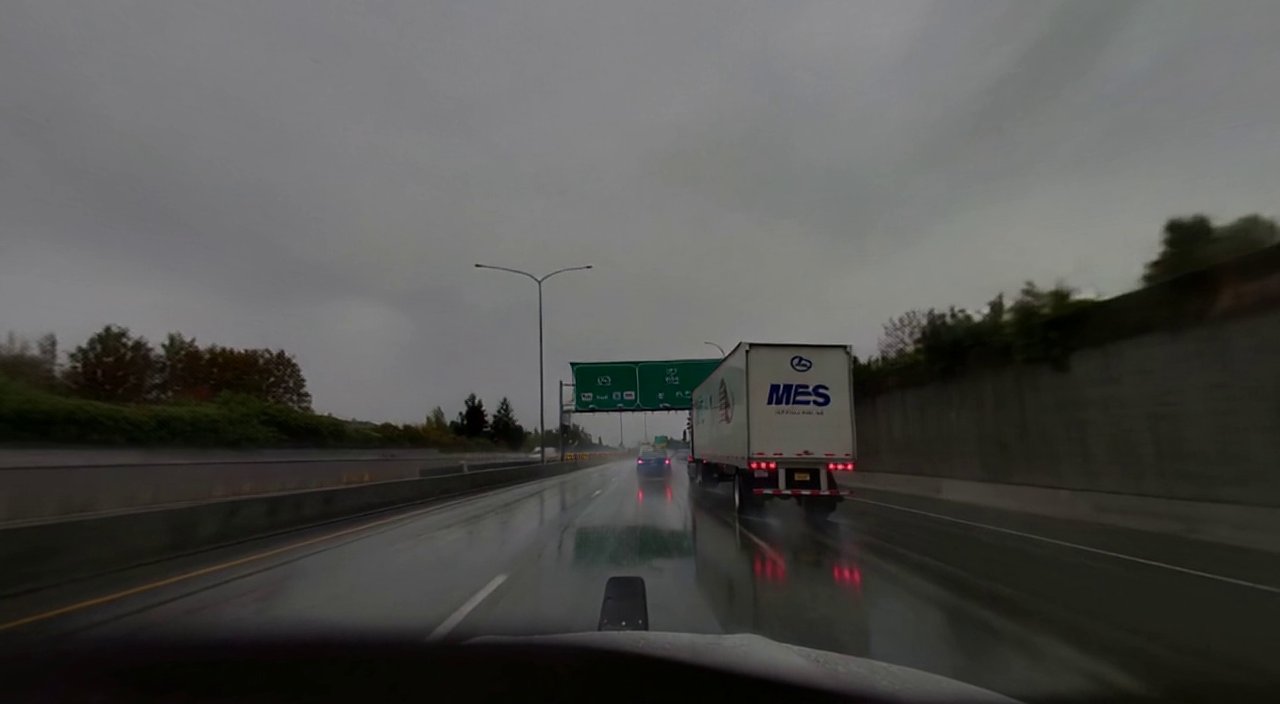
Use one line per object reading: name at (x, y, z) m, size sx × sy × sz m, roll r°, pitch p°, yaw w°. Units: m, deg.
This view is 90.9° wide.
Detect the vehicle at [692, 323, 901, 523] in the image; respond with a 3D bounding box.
vehicle at (3.758, 2.492, 20.022) m, size 3.002 × 4.104 × 14.174 m, roll 0°, pitch -9°, yaw 0°

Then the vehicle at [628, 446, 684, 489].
vehicle at (0.598, 4.722, 26.045) m, size 2.121 × 1.642 × 3.828 m, roll 0°, pitch -9°, yaw 0°
